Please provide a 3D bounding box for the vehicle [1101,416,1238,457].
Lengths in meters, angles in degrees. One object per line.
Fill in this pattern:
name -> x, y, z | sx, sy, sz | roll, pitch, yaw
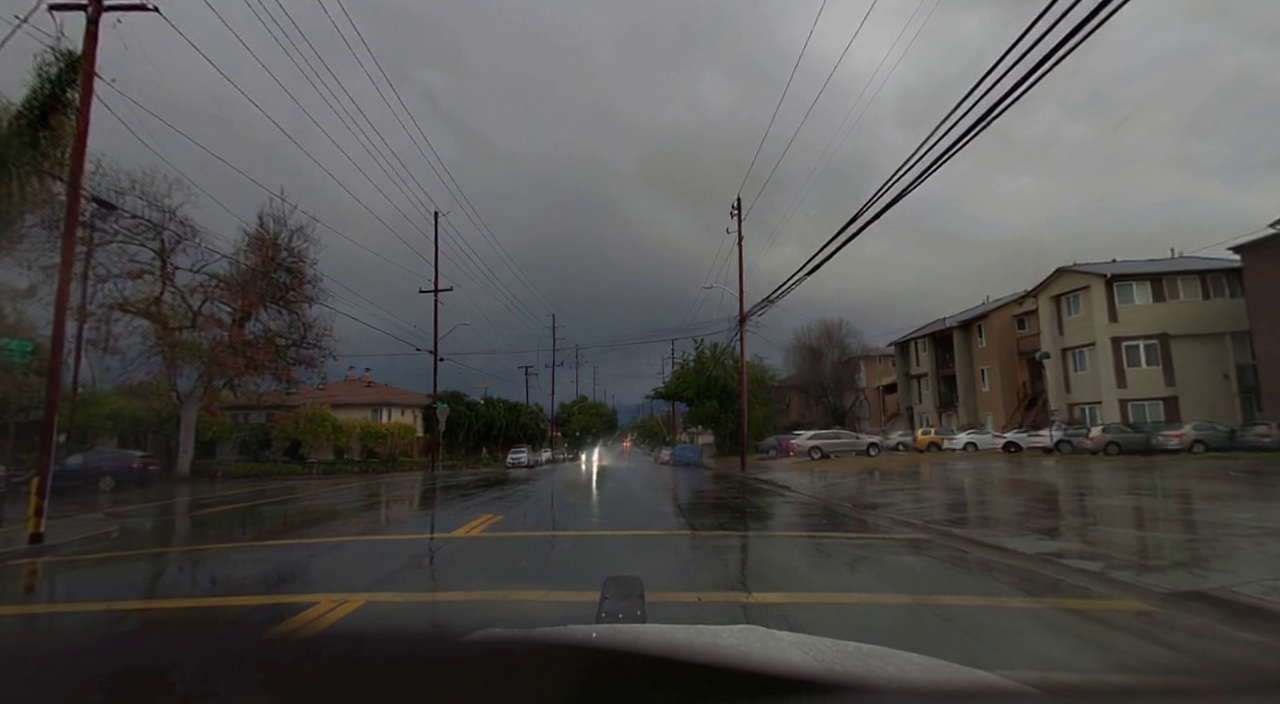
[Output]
vehicle -> 22.391, 3.620, 26.816 | 4.002, 1.505, 2.061 | -1, -10, -5

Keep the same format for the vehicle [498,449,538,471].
vehicle -> -8.551, 7.598, 44.727 | 2.066, 1.472, 4.353 | 0, -8, -1

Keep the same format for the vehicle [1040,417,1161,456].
vehicle -> 22.112, 4.034, 30.556 | 4.320, 1.673, 1.957 | -2, -5, 23

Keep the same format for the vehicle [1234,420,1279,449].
vehicle -> 33.075, 4.300, 32.871 | 3.433, 1.389, 1.683 | 3, -9, -22

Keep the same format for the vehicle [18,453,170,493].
vehicle -> -22.311, 4.944, 25.965 | 4.424, 1.486, 1.814 | 0, -8, -2

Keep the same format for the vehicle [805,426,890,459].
vehicle -> 11.227, 4.872, 34.109 | 4.509, 1.664, 1.981 | 6, -10, -35

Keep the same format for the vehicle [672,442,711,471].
vehicle -> 3.247, 6.711, 40.682 | 1.993, 1.755, 4.256 | 0, -8, -2
